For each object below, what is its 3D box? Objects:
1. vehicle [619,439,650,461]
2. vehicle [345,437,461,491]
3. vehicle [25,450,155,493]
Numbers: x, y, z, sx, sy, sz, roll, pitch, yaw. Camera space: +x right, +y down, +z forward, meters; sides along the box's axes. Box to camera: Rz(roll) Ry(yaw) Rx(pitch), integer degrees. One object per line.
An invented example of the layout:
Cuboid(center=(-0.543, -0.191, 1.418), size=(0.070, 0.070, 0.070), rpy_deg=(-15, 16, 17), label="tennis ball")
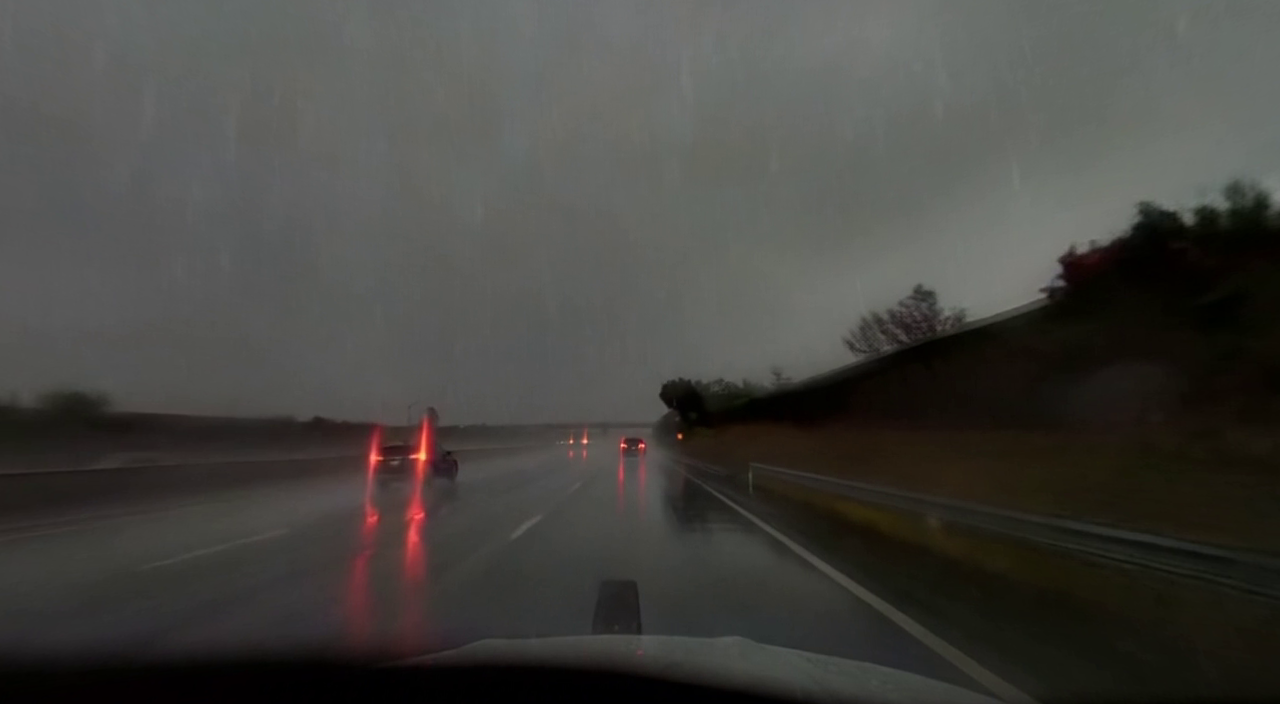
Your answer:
Cuboid(center=(-0.383, 6.886, 44.210), size=(2.072, 1.440, 3.690), rpy_deg=(0, -8, -1), label="vehicle")
Cuboid(center=(-7.358, 3.503, 20.166), size=(1.939, 1.504, 4.727), rpy_deg=(0, -8, -1), label="vehicle")
Cuboid(center=(-23.050, 5.003, 26.624), size=(1.953, 1.578, 3.980), rpy_deg=(0, -8, -2), label="vehicle")
